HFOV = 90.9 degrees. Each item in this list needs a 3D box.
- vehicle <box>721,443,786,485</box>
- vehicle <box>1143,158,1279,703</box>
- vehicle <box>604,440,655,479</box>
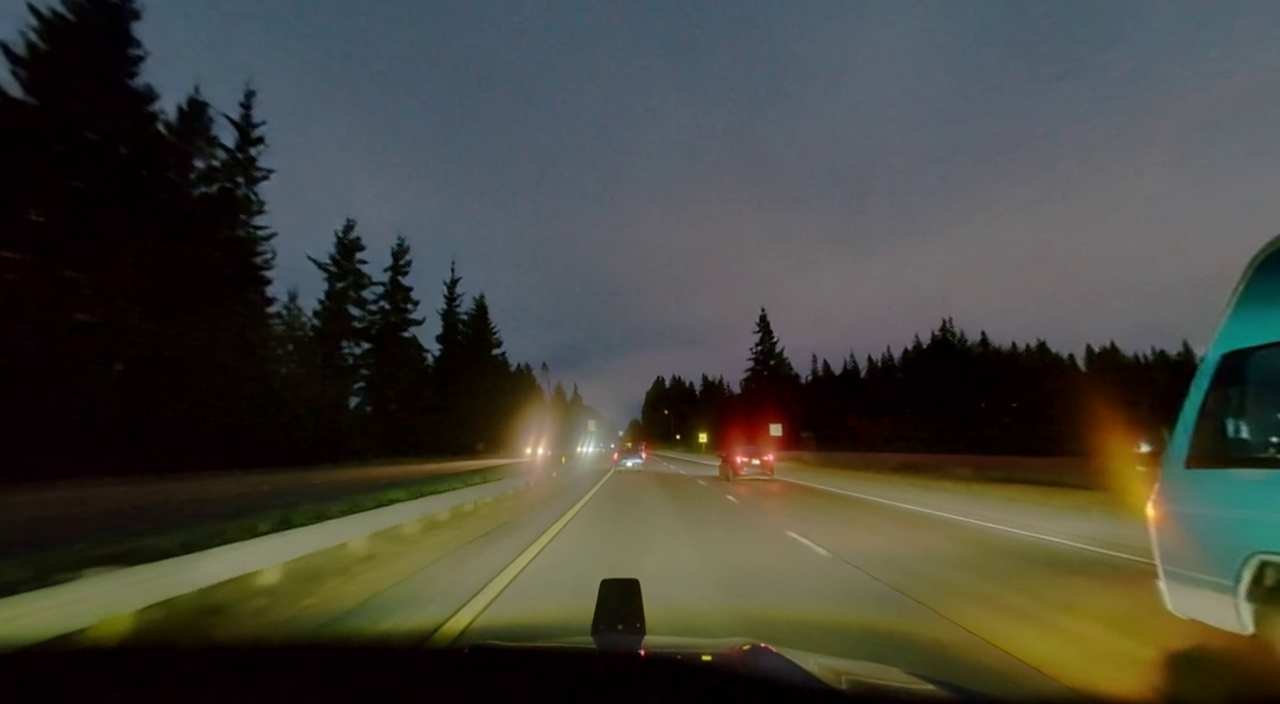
[{"bbox_3d":[4.189,4.195,23.771,1.757,1.459,3.398,0,-9,-1],"label":"vehicle"},{"bbox_3d":[4.675,-0.005,0.430,2.745,2.832,7.035,0,-9,0],"label":"vehicle"},{"bbox_3d":[-0.448,4.799,28.276,2.120,1.575,4.018,0,-9,0],"label":"vehicle"}]
